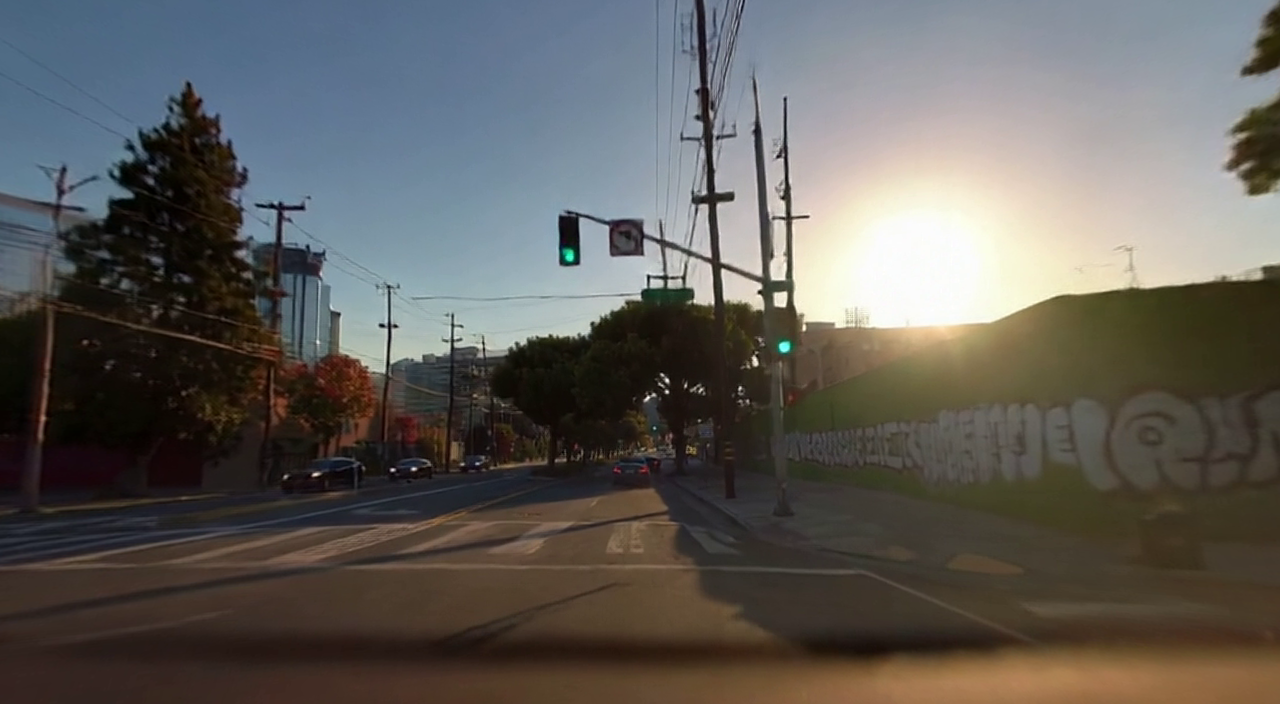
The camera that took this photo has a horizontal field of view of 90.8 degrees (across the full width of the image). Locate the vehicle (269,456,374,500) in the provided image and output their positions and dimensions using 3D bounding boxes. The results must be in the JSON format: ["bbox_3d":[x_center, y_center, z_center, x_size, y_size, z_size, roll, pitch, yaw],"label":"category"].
[{"bbox_3d":[-12.969,5.136,26.076,1.992,1.585,4.375,1,-9,1],"label":"vehicle"}]

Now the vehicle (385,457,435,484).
[{"bbox_3d":[-15.888,8.187,43.857,1.841,1.658,3.953,1,-9,1],"label":"vehicle"}]

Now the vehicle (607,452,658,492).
[{"bbox_3d":[-0.307,5.299,28.245,2.105,1.611,3.750,1,-9,0],"label":"vehicle"}]
